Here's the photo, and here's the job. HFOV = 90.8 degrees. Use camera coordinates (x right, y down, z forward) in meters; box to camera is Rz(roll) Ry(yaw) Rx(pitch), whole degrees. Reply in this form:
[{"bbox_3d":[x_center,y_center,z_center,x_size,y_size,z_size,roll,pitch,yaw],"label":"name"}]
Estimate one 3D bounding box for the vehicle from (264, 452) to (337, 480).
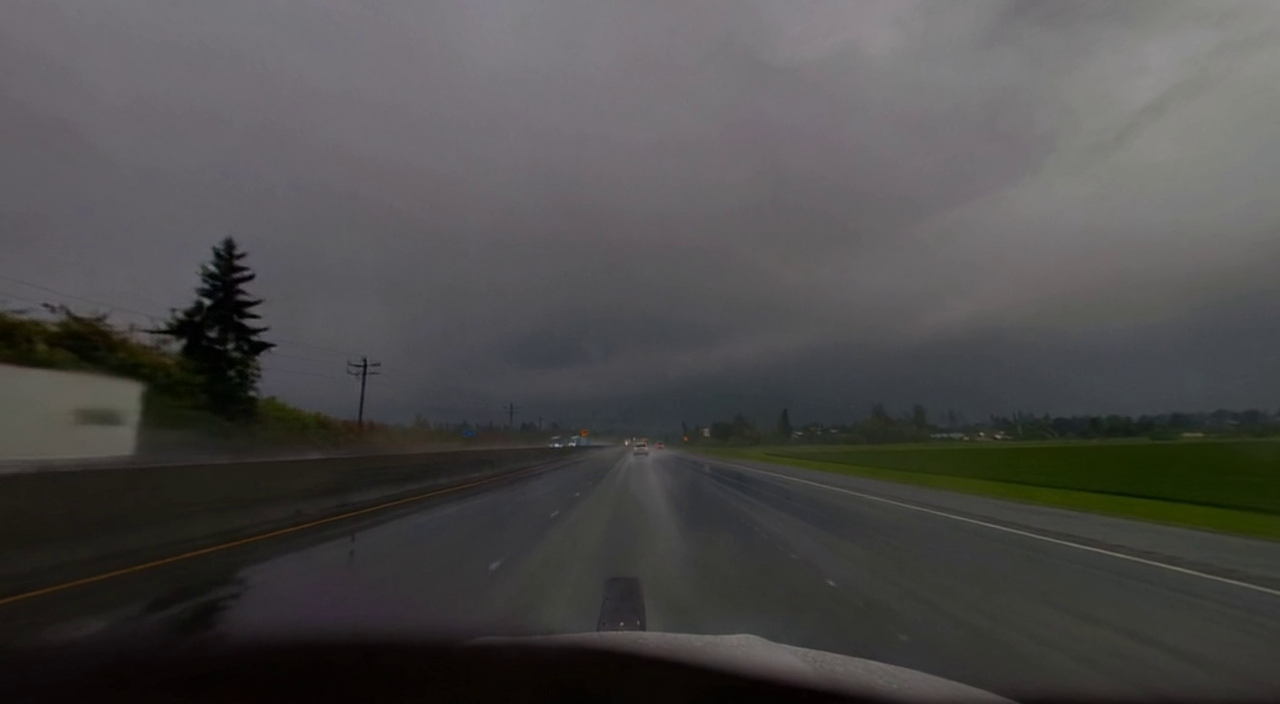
[{"bbox_3d":[-19.624,6.566,36.685,1.797,1.464,4.384,0,-9,0],"label":"vehicle"}]
